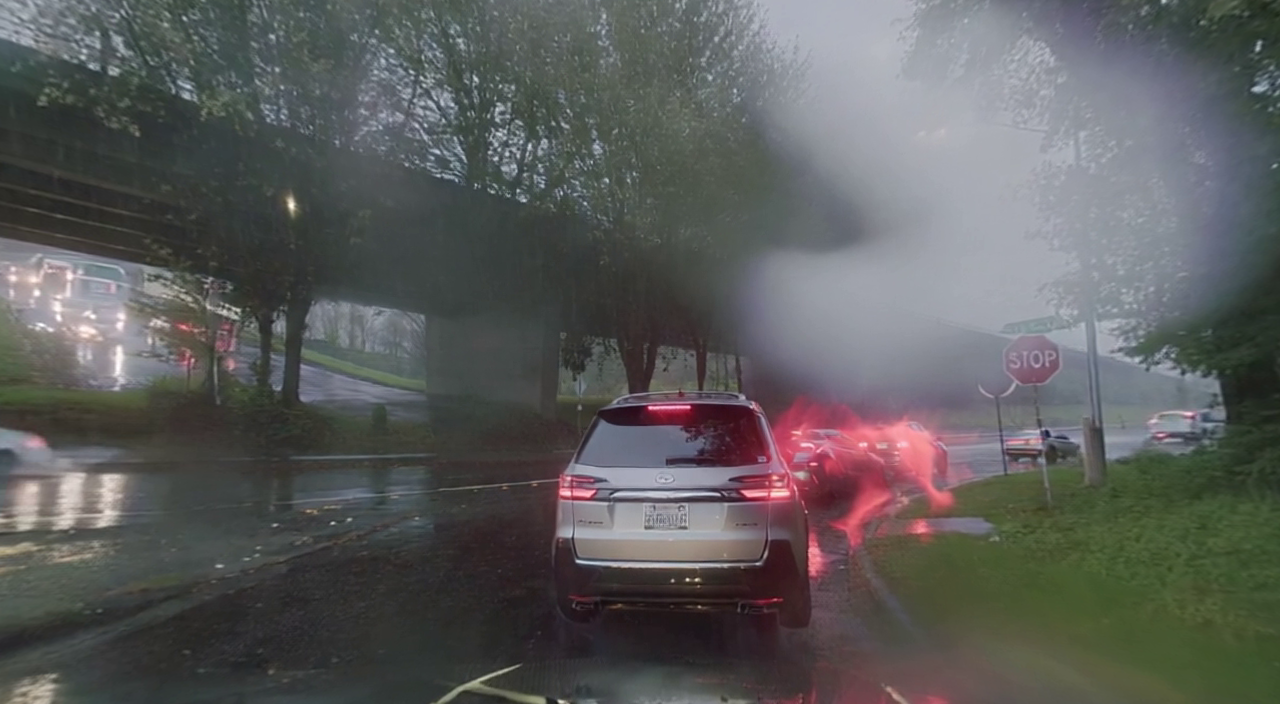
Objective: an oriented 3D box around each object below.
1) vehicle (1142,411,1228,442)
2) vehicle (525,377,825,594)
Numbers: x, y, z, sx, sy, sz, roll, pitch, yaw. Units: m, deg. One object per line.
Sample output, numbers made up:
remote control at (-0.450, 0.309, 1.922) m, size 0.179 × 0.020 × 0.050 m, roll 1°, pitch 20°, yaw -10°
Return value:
vehicle at (31.844, 4.400, 36.827) m, size 4.413 × 1.717 × 2.073 m, roll 4°, pitch -10°, yaw -26°
vehicle at (0.324, 1.440, 7.524) m, size 2.494 × 1.804 × 4.336 m, roll 0°, pitch -9°, yaw 1°
